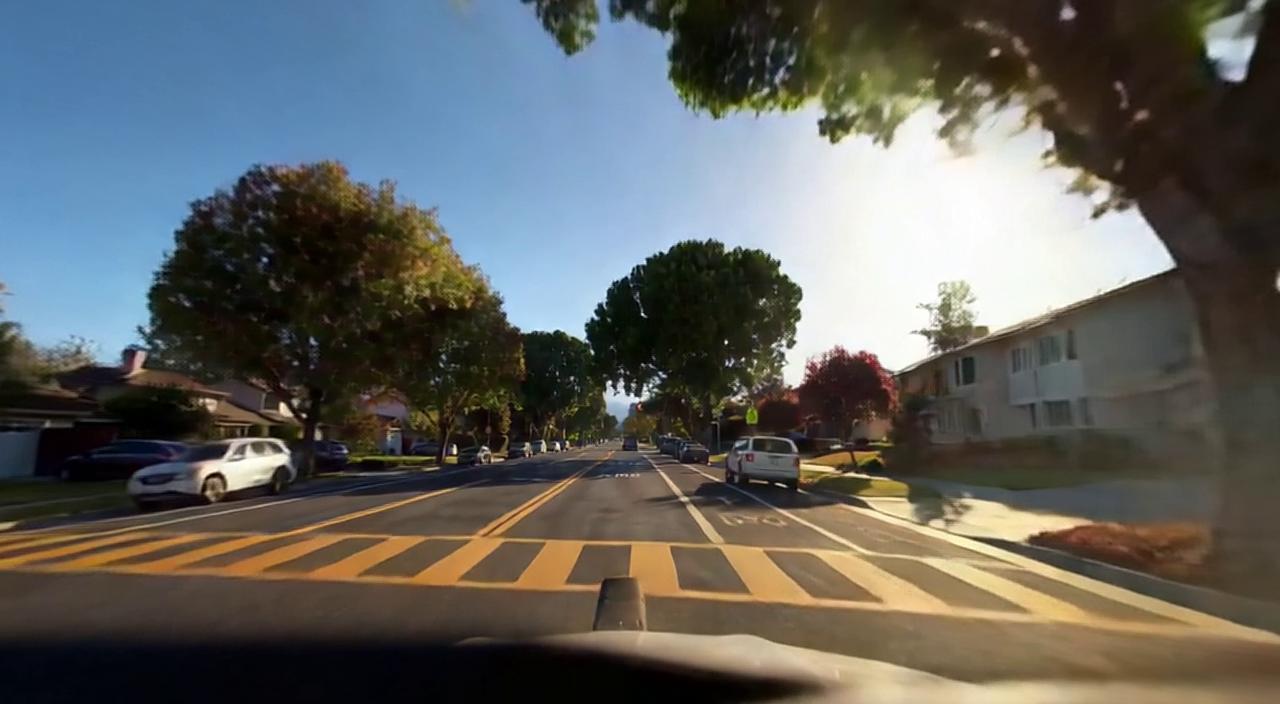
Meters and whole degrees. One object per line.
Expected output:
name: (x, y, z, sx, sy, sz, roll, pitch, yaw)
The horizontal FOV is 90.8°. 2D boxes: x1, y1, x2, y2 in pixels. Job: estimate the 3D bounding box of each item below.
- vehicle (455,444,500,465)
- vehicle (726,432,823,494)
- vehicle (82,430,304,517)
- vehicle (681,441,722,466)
vehicle: (-12.006, 7.573, 46.870, 2.079, 1.509, 4.591, 0, -8, 1)
vehicle: (4.160, 3.512, 20.367, 2.027, 1.751, 4.433, 0, -8, -2)
vehicle: (-11.827, 3.206, 17.416, 2.199, 1.988, 5.454, 0, -8, -1)
vehicle: (3.913, 6.556, 41.037, 1.920, 1.541, 4.709, 1, -8, -4)
